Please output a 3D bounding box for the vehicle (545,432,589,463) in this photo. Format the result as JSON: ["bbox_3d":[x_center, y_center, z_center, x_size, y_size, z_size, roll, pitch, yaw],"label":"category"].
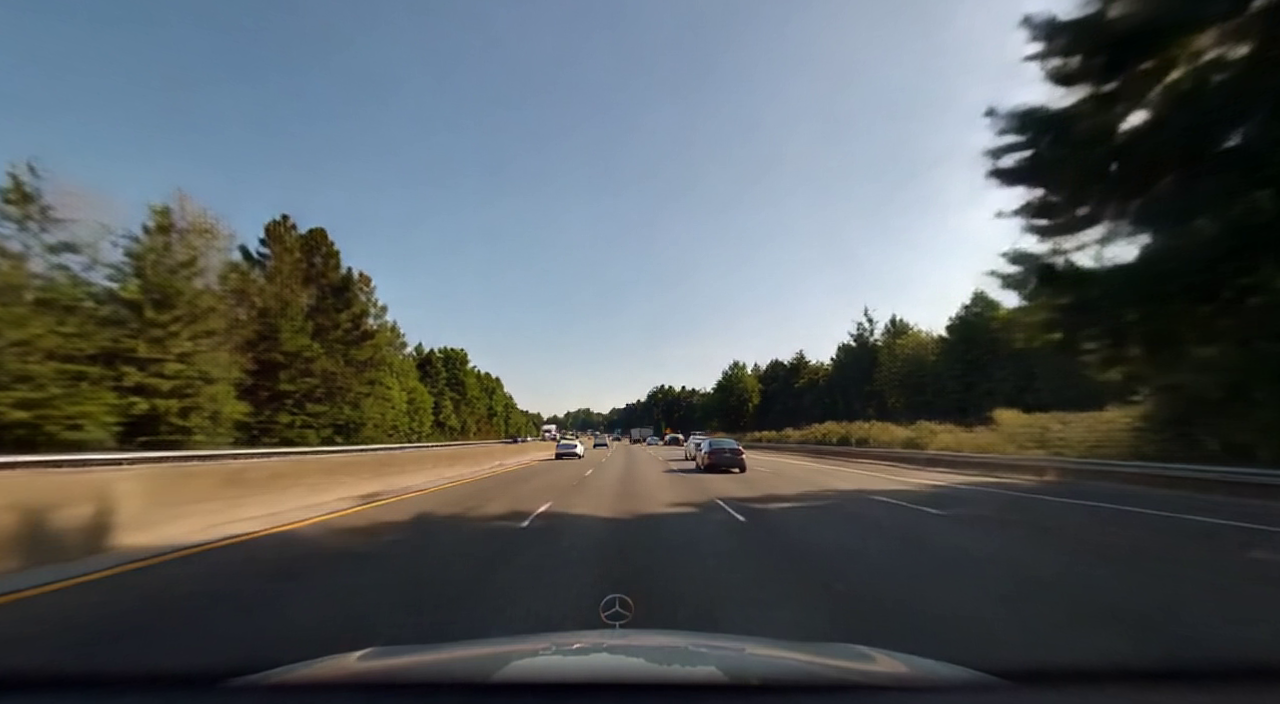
[{"bbox_3d":[-4.017,5.350,35.485,2.011,1.614,4.808,0,-8,-1],"label":"vehicle"}]

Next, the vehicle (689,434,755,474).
[{"bbox_3d":[3.179,4.045,25.315,1.990,1.480,3.865,0,-8,-2],"label":"vehicle"}]
